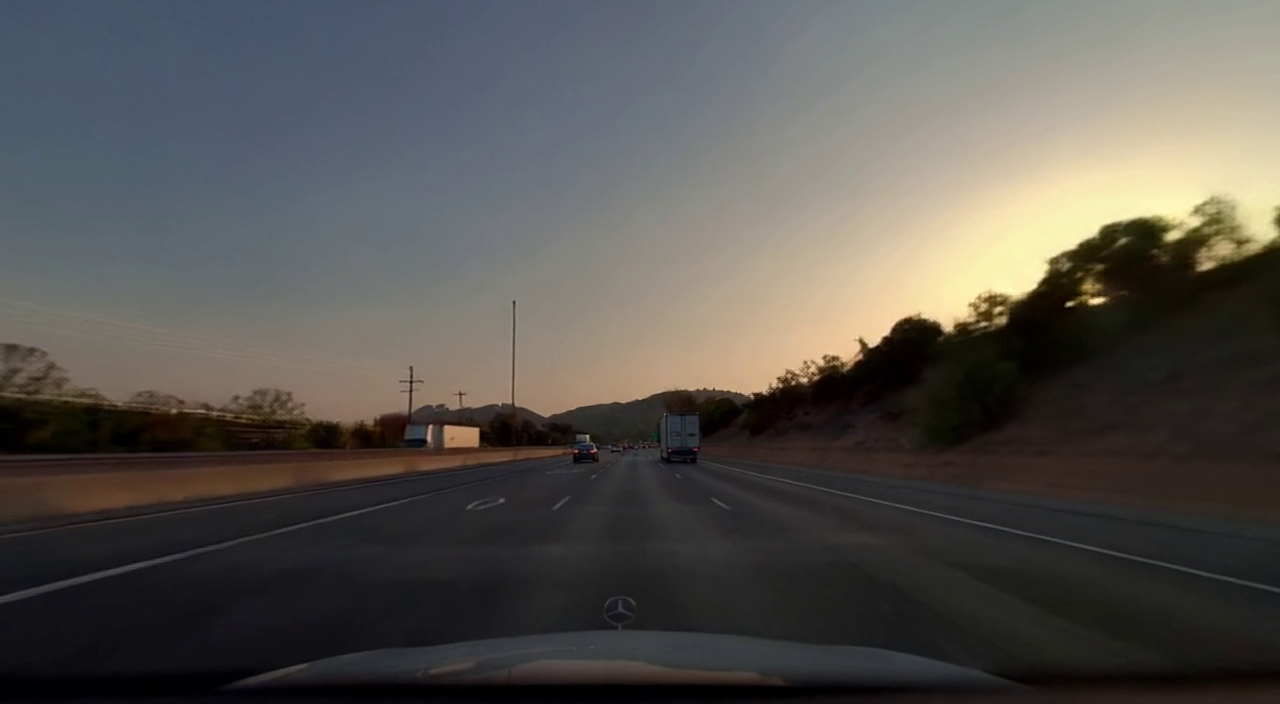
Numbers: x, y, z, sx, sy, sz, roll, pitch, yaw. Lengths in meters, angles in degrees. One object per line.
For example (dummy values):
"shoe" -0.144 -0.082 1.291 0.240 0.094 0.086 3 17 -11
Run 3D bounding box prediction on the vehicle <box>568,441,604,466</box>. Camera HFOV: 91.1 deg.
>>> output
"vehicle" -3.552 6.744 41.896 2.100 1.525 4.179 0 -9 -1
